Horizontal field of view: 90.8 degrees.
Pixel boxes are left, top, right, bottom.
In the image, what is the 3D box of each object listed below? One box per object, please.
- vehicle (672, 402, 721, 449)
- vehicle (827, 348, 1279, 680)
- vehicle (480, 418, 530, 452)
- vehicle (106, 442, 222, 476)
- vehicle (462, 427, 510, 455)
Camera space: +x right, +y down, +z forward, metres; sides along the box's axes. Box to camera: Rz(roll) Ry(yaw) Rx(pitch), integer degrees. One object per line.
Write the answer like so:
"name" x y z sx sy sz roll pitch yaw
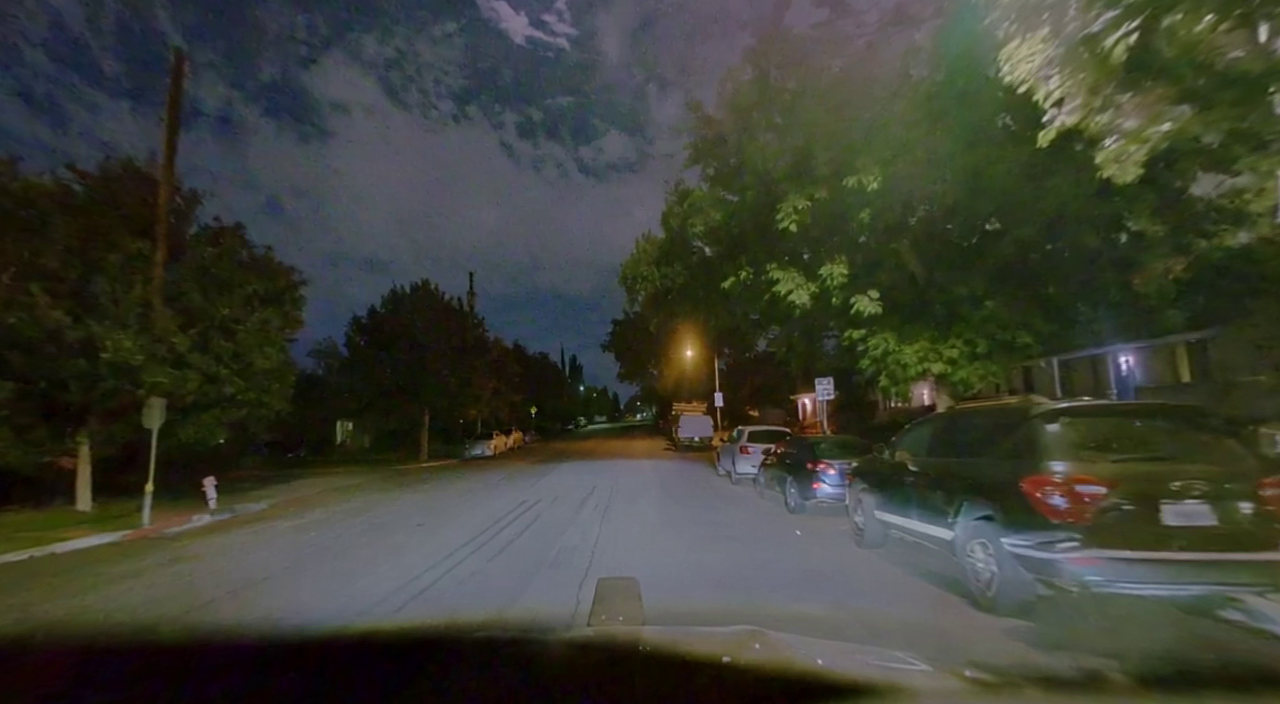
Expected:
"vehicle" 3.027 4.139 34.968 2.233 2.453 3.787 0 -8 -2
"vehicle" 3.671 1.248 6.024 2.208 1.863 4.799 0 -8 -1
"vehicle" -8.610 5.327 40.696 2.163 1.841 4.679 -6 -7 -1
"vehicle" -22.615 5.065 30.256 1.813 1.499 4.321 -1 -8 8
"vehicle" -8.468 4.957 35.105 1.821 1.476 4.060 0 -8 -3
